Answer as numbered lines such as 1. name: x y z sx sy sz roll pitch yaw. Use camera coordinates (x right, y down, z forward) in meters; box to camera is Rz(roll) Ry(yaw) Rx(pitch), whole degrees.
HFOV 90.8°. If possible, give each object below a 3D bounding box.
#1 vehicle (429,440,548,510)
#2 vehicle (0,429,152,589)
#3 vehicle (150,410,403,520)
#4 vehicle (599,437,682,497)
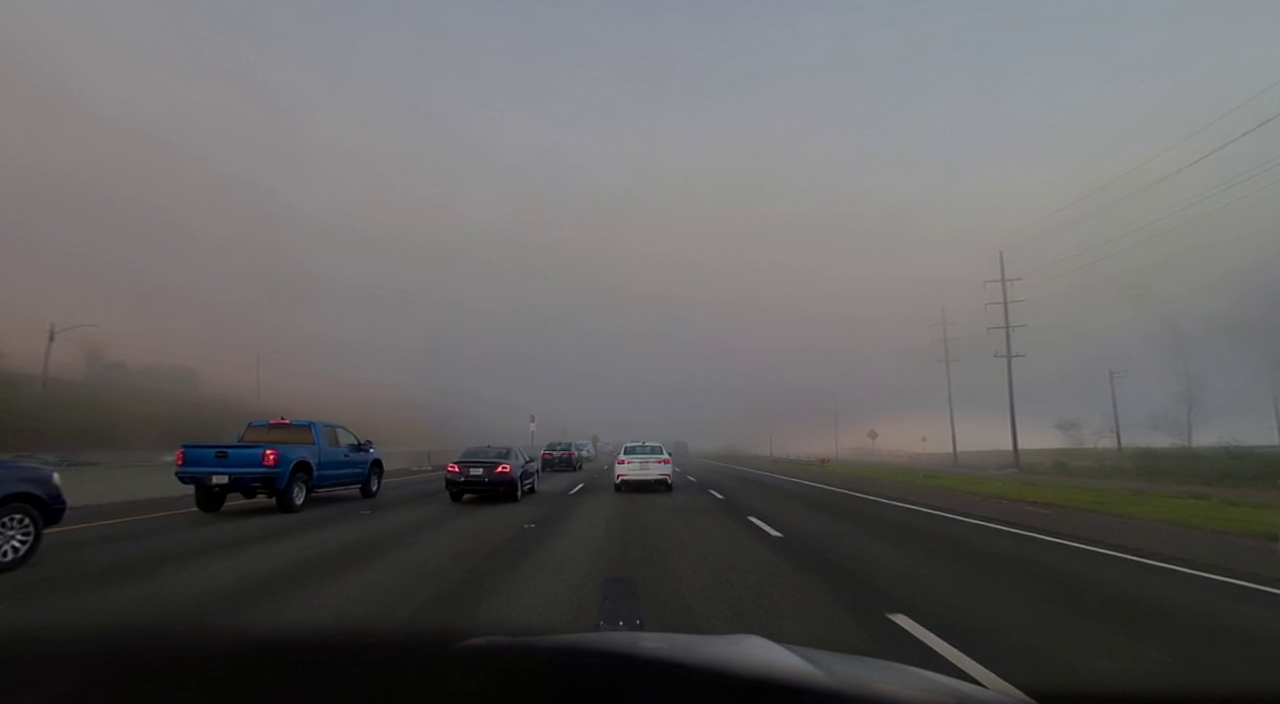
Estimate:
1. vehicle: -3.478 2.874 15.328 1.899 1.437 4.131 0 -8 0
2. vehicle: -6.876 1.363 5.227 1.900 1.461 4.706 0 -8 0
3. vehicle: -7.500 2.415 14.040 2.194 1.922 5.637 0 -8 1
4. vehicle: -0.023 3.264 18.365 2.102 1.499 4.439 0 -8 -1
